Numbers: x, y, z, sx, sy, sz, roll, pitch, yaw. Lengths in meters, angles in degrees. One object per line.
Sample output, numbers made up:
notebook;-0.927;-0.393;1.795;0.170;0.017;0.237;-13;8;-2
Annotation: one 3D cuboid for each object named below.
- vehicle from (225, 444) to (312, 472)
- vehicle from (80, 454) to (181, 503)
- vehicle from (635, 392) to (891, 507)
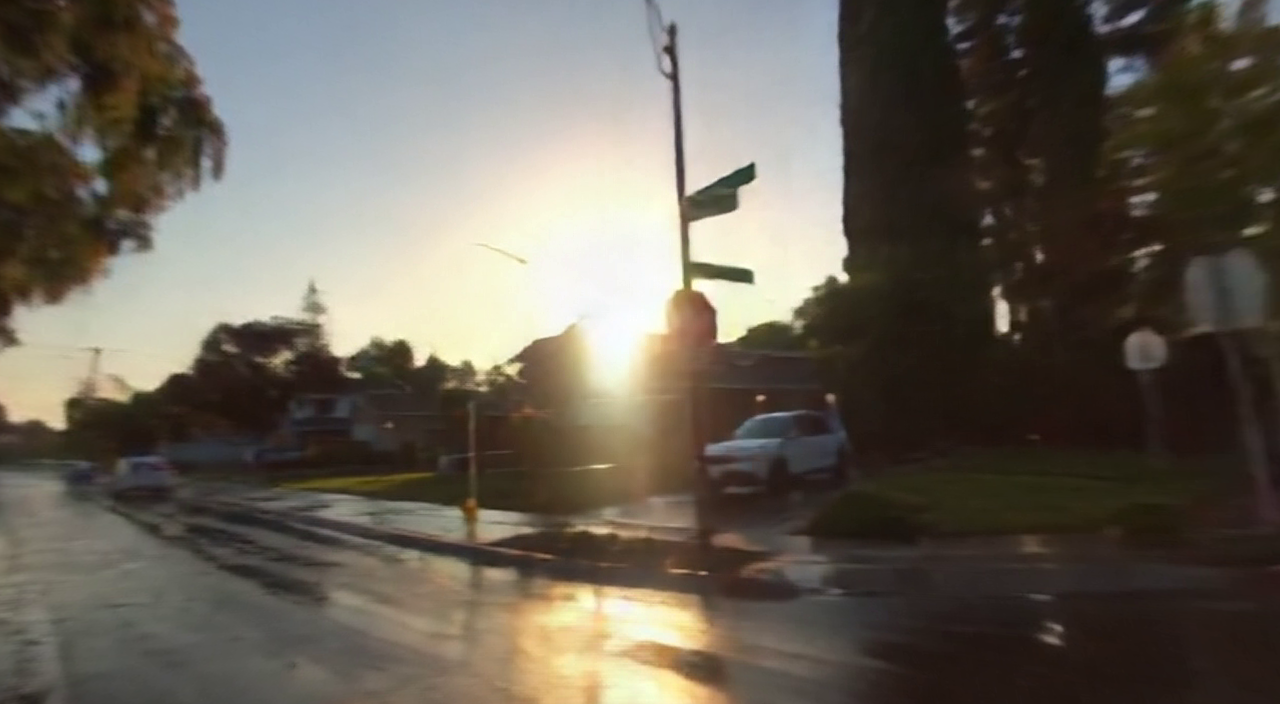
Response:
vehicle;-21.202;6.013;36.023;1.855;1.512;3.827;-8;-11;42
vehicle;-18.799;4.562;23.192;4.578;1.524;1.979;-7;-11;41
vehicle;2.873;1.889;13.448;5.980;1.915;2.286;4;-8;-44
